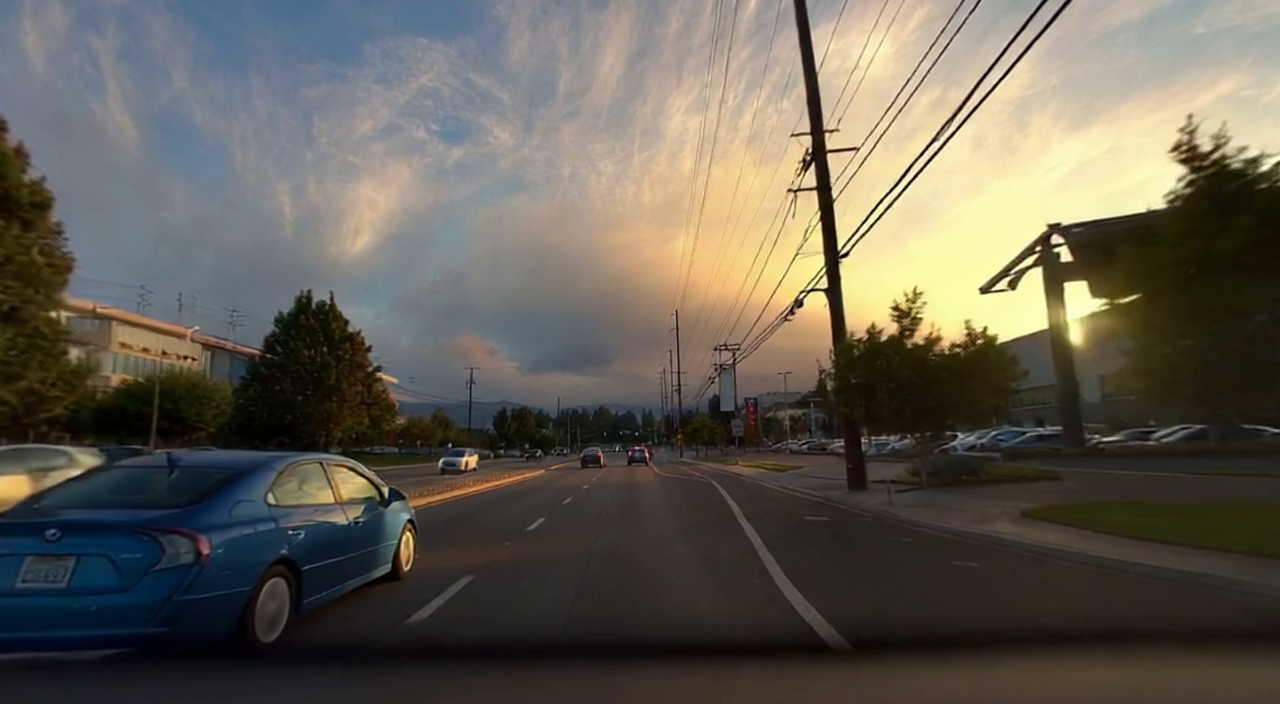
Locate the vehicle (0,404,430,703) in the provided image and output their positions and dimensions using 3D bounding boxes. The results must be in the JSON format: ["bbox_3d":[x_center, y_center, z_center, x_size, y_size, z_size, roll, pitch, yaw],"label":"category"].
[{"bbox_3d":[-3.448,1.375,5.067,1.928,1.488,4.635,0,-10,0],"label":"vehicle"}]

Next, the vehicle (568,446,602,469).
[{"bbox_3d":[-3.744,7.348,43.785,2.021,1.486,3.623,0,-10,0],"label":"vehicle"}]

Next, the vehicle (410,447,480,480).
[{"bbox_3d":[-9.033,5.234,29.611,1.971,1.415,4.317,0,-10,-1],"label":"vehicle"}]

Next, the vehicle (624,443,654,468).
[{"bbox_3d":[-0.128,7.853,47.787,2.182,1.773,4.041,0,-10,-1],"label":"vehicle"}]
